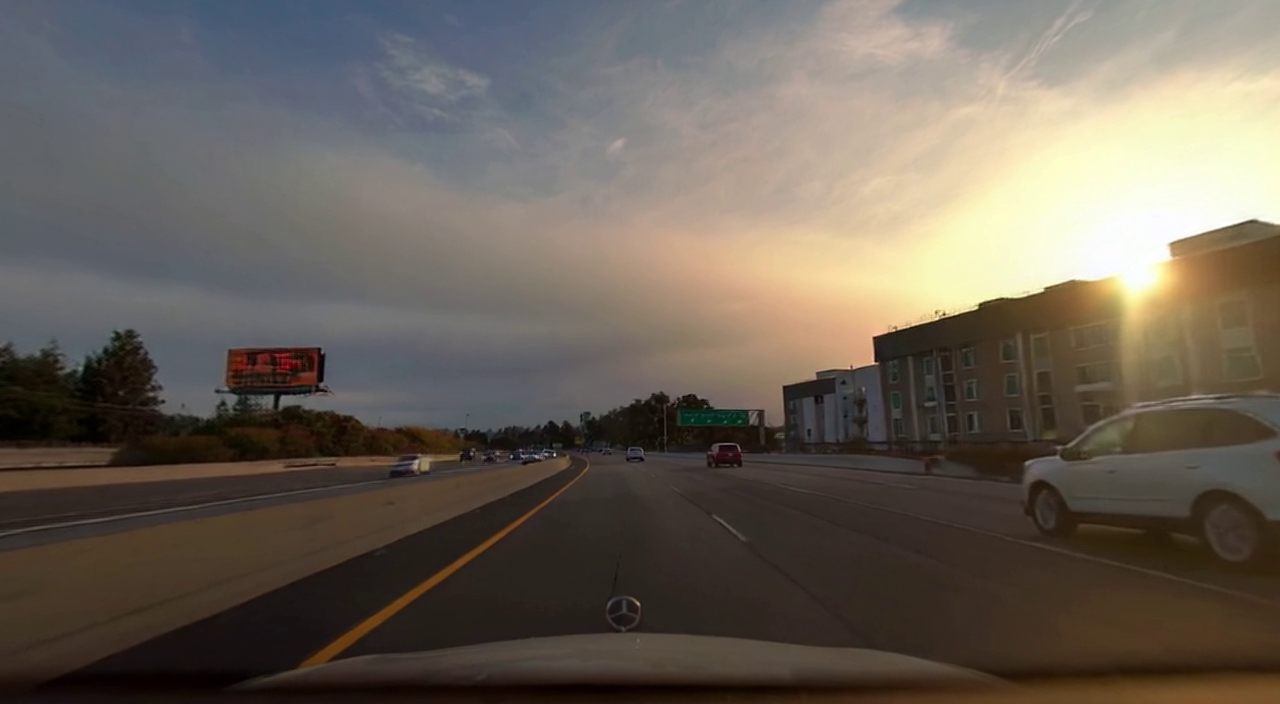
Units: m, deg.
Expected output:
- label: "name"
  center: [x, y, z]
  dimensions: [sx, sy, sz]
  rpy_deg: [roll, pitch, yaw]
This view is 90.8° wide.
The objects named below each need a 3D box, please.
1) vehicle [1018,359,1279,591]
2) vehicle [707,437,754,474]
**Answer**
- label: "vehicle"
  center: [6.536, 1.205, 6.472]
  dimensions: [2.181, 1.952, 4.973]
  rpy_deg: [0, -9, 0]
- label: "vehicle"
  center: [5.739, 6.649, 40.769]
  dimensions: [2.043, 2.154, 4.731]
  rpy_deg: [0, -9, -3]
